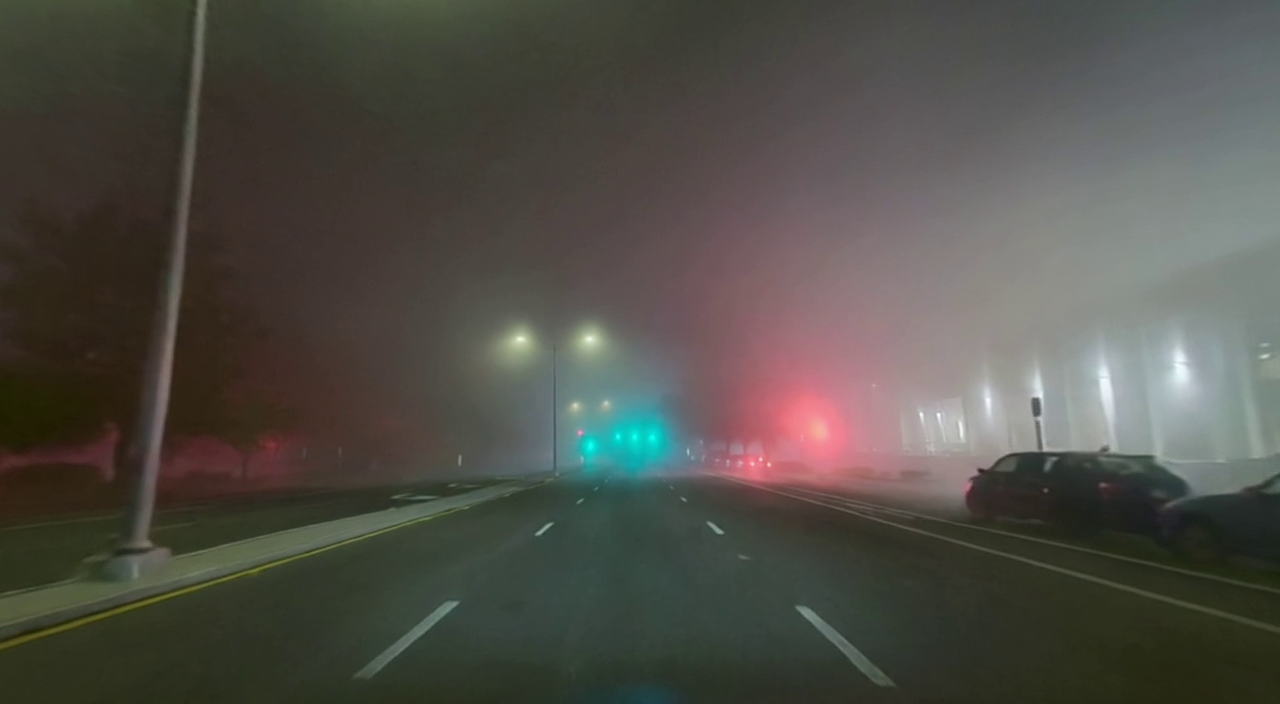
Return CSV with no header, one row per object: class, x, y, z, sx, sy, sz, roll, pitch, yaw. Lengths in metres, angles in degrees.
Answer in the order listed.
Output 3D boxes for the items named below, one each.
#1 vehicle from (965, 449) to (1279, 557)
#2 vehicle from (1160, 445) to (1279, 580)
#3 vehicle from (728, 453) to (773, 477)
vehicle,7.861,2.440,11.040,1.913,1.465,4.446,0,-9,-1
vehicle,7.745,1.652,6.299,1.714,1.439,4.020,0,-9,1
vehicle,7.435,7.661,43.030,2.066,1.451,4.783,0,-9,-2
